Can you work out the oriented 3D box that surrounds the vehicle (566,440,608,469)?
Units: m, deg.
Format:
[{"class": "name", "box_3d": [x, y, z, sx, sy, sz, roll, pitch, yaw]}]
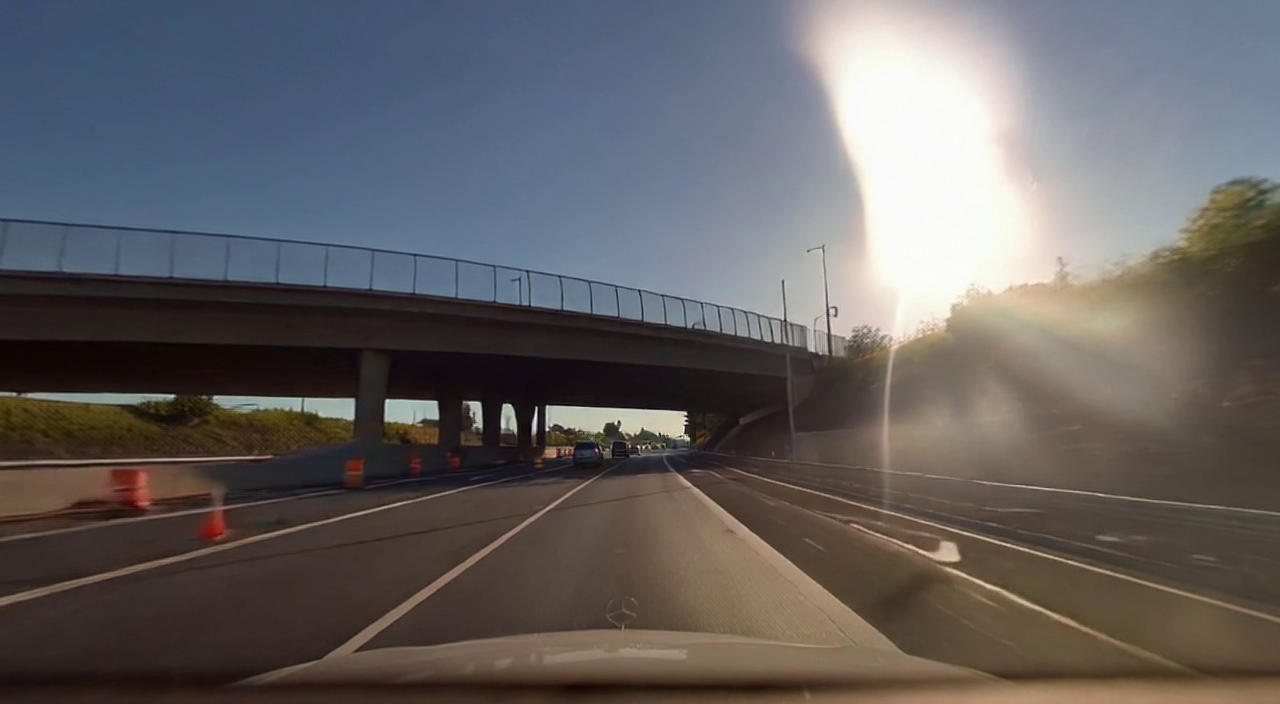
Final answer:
[{"class": "vehicle", "box_3d": [-3.087, 6.121, 37.610, 2.078, 1.629, 4.059, 0, -8, 1]}]
